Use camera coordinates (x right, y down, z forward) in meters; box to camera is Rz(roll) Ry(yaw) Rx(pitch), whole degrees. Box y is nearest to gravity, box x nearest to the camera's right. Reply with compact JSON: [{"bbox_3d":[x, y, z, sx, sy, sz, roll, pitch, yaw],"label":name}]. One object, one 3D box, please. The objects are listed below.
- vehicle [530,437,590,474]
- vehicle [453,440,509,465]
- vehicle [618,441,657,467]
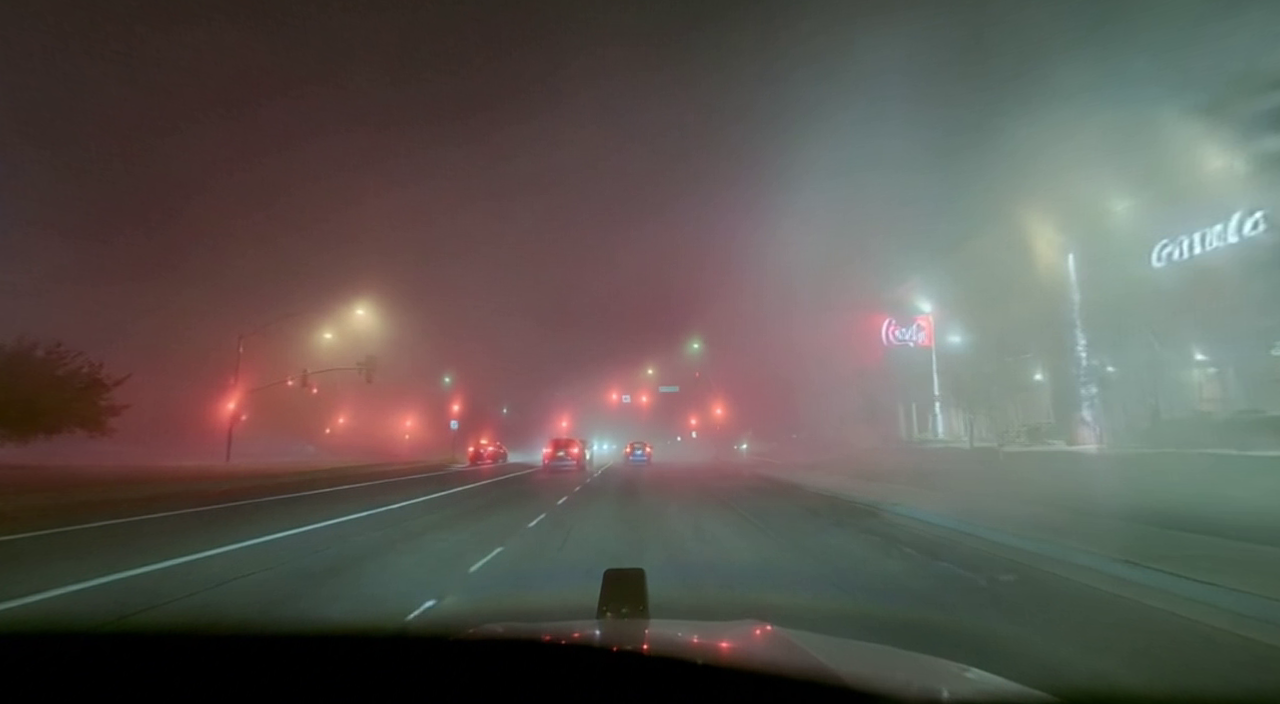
[{"bbox_3d":[-3.437,4.529,27.800,2.029,1.517,4.375,0,-8,1],"label":"vehicle"},{"bbox_3d":[-9.770,6.204,39.091,2.096,1.474,4.585,0,-8,3],"label":"vehicle"},{"bbox_3d":[-0.092,6.170,38.438,2.258,1.507,3.896,-1,-8,2],"label":"vehicle"}]
